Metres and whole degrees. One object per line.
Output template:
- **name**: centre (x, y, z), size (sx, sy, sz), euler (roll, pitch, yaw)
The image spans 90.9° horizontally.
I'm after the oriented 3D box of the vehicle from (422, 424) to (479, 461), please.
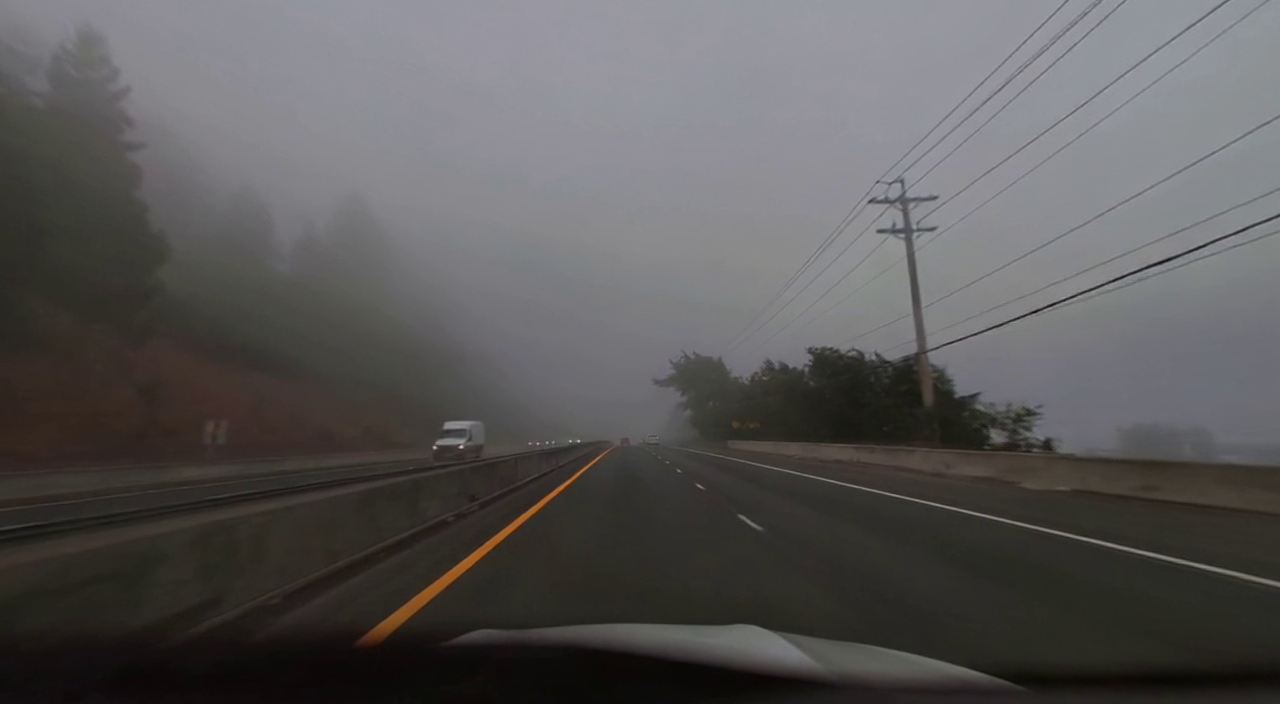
- **vehicle**: centre (-13.902, 6.661, 46.656), size (2.394, 2.513, 5.779), euler (0, -8, -1)
